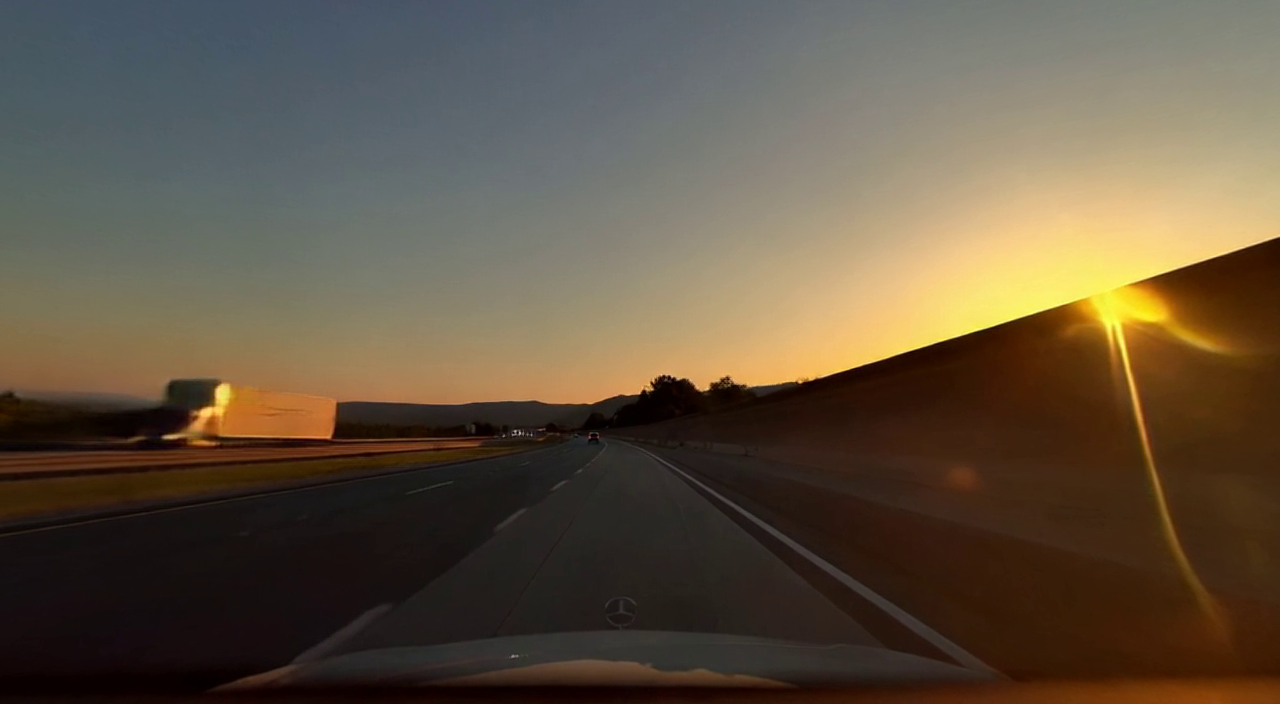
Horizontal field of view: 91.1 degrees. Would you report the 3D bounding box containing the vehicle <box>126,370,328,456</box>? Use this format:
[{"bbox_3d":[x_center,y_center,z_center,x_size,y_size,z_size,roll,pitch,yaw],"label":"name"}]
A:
[{"bbox_3d":[-23.388,3.914,37.259,2.962,4.104,13.904,0,-8,-2],"label":"vehicle"}]
